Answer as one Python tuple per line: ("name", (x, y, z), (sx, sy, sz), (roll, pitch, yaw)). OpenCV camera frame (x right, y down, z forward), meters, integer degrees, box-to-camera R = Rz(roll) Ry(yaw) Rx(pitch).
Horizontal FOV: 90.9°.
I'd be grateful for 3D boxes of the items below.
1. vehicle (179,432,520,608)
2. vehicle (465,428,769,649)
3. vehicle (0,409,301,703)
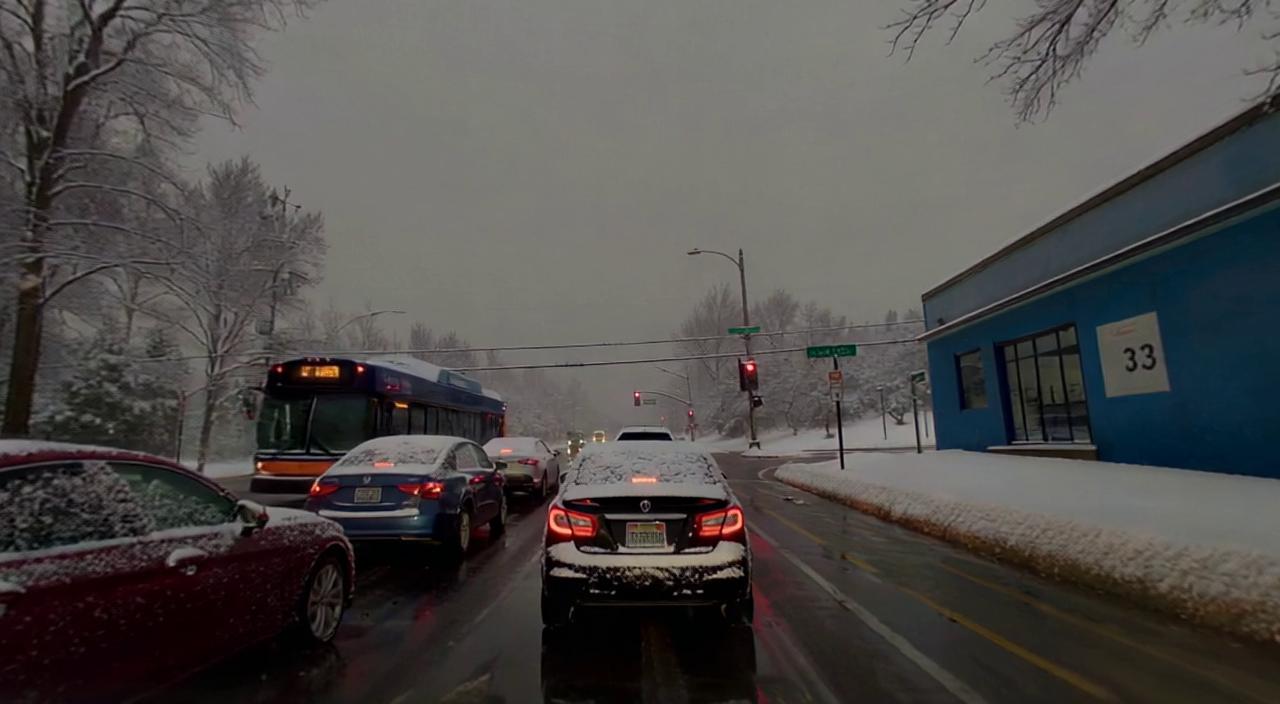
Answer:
("vehicle", (-2.913, 1.760, 7.643), (1.944, 1.481, 4.385), (0, -8, 1))
("vehicle", (-0.141, 1.531, 6.177), (2.031, 1.461, 3.763), (0, -8, 0))
("vehicle", (-3.169, 0.881, 1.726), (1.867, 1.486, 4.452), (0, -8, 2))
